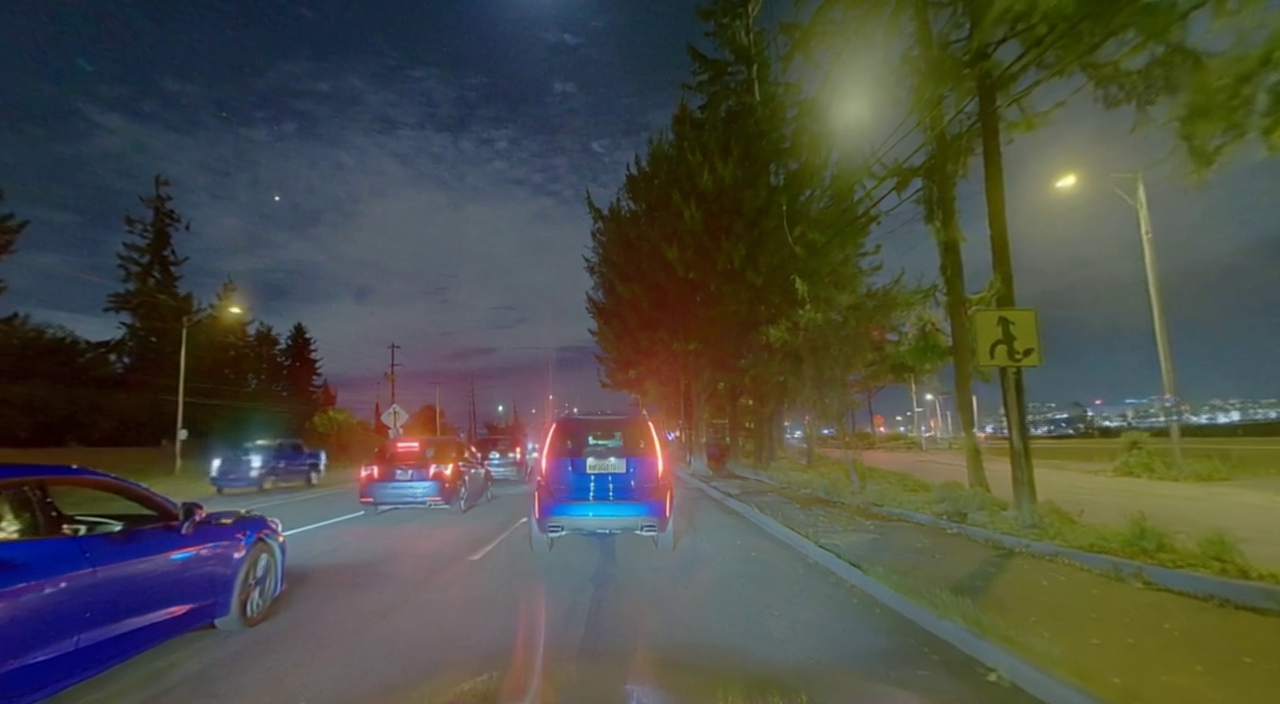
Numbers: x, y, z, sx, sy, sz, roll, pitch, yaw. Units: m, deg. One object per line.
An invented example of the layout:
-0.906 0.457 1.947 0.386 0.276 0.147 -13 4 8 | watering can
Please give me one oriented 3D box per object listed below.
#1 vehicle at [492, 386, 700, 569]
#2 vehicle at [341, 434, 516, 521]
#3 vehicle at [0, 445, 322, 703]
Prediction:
-0.450 1.504 8.154 2.012 1.769 3.897 0 -8 -1 | vehicle
-4.077 2.486 13.120 2.087 1.485 4.452 0 -8 0 | vehicle
-3.743 1.150 3.274 1.865 1.314 4.461 0 -8 0 | vehicle
